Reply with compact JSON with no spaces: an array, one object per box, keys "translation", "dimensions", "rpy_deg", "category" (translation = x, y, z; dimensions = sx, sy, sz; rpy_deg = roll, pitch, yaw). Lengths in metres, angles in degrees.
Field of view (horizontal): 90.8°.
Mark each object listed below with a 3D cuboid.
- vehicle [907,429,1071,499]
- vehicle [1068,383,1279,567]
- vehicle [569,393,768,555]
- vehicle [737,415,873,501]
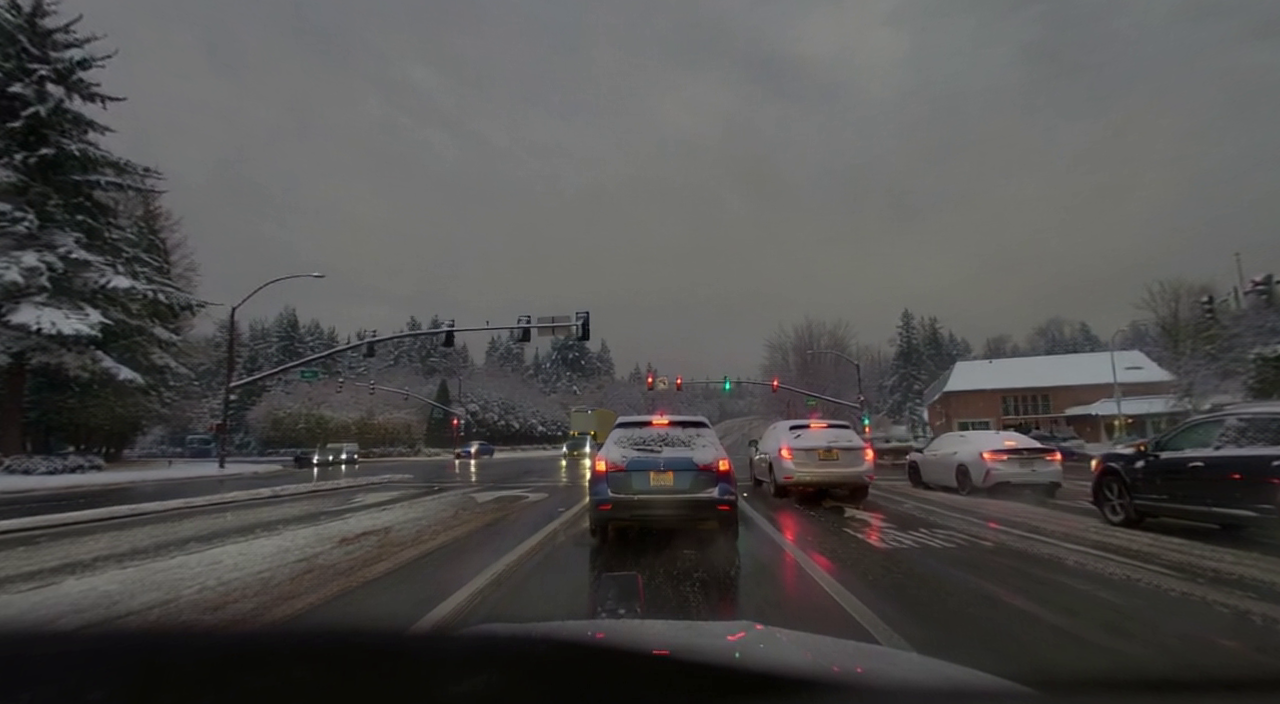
[{"translation":[8.333,2.706,15.622],"dimensions":[1.862,1.471,4.297],"rpy_deg":[-1,-9,4],"category":"vehicle"},{"translation":[7.380,1.339,7.075],"dimensions":[2.074,1.791,4.393],"rpy_deg":[0,-9,1],"category":"vehicle"},{"translation":[0.286,1.670,9.210],"dimensions":[2.211,1.795,4.179],"rpy_deg":[0,-9,-1],"category":"vehicle"},{"translation":[3.794,2.568,15.534],"dimensions":[2.188,1.774,4.646],"rpy_deg":[-1,-9,2],"category":"vehicle"}]
